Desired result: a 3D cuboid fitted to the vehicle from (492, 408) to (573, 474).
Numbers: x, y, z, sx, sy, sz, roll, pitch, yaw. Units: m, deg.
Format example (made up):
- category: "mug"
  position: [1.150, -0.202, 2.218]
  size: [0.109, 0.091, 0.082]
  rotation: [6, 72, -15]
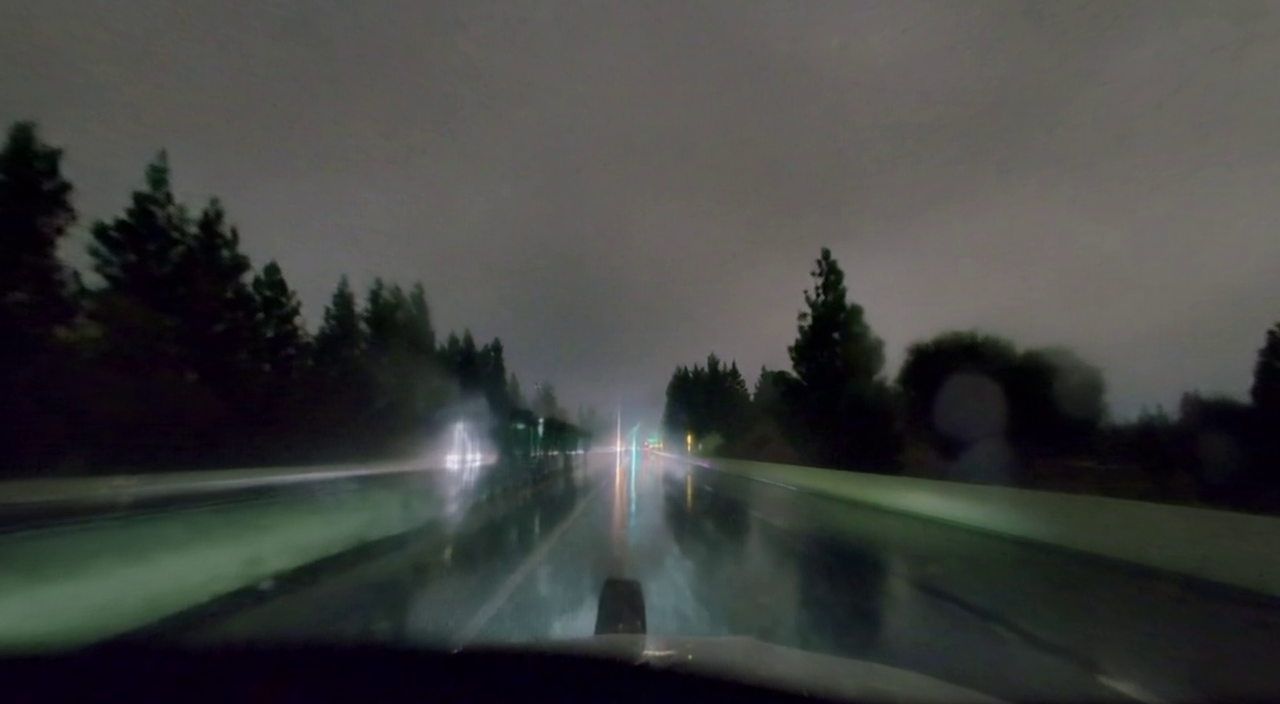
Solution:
- category: "vehicle"
  position: [-6.881, 6.132, 43.030]
  size: [2.939, 3.731, 14.269]
  rotation: [0, -9, 0]
